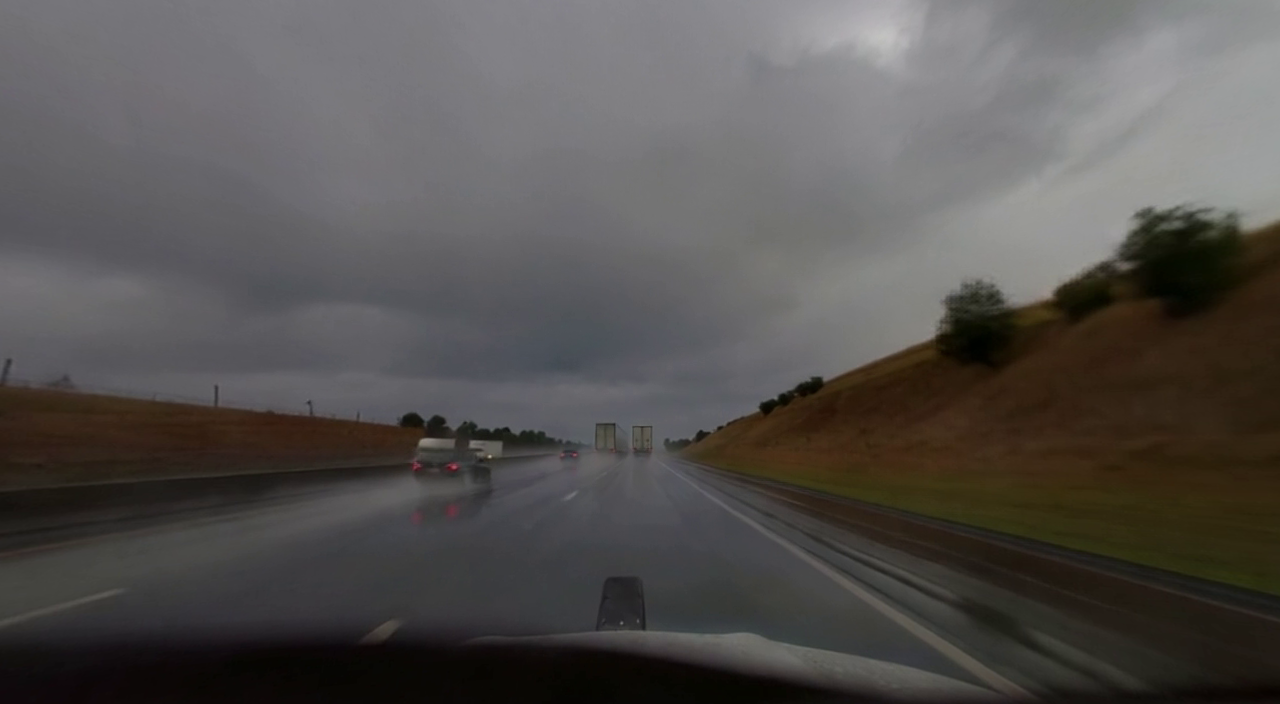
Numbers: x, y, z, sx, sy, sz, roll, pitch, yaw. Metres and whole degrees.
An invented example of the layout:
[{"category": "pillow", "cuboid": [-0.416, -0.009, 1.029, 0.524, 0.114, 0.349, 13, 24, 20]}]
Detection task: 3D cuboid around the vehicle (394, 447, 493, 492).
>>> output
[{"category": "vehicle", "cuboid": [-7.090, 4.294, 23.435, 2.036, 1.474, 5.011, 0, -9, 0]}]
